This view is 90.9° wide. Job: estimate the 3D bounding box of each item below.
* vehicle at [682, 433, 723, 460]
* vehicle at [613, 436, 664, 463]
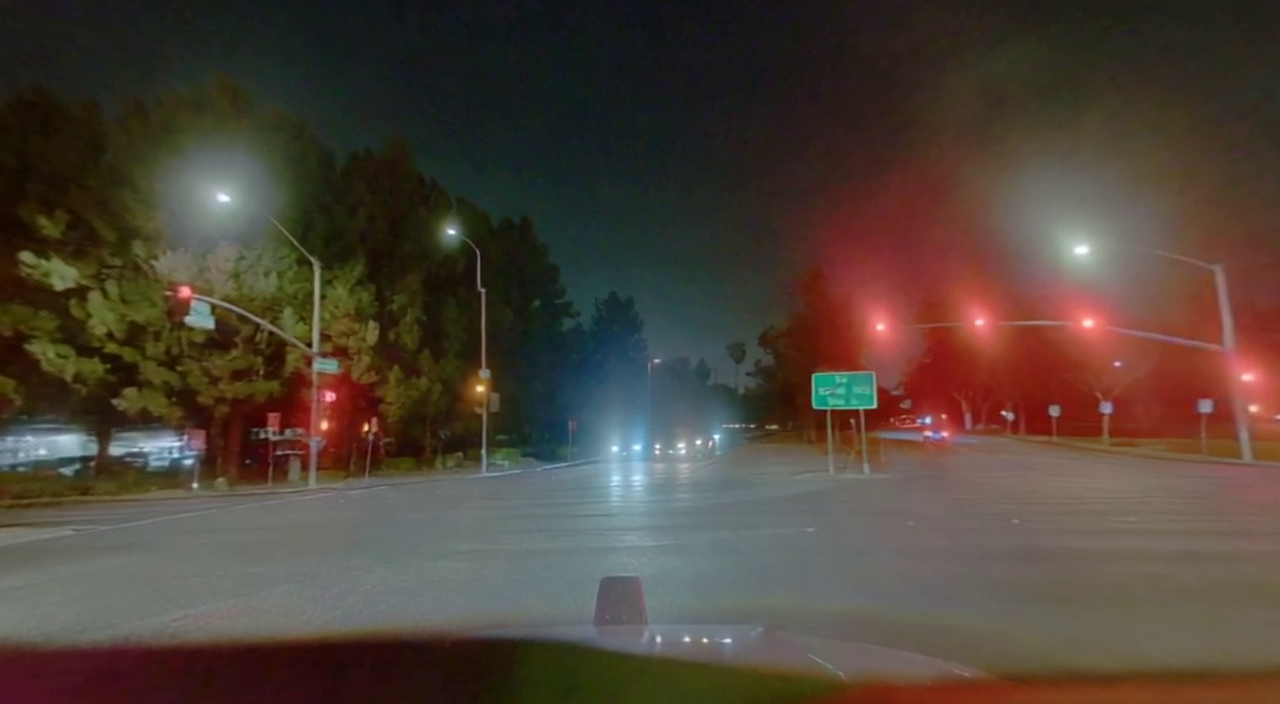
[{"bbox_3d":[3.849,5.709,38.275,1.920,1.546,4.086,-2,-8,14],"label":"vehicle"},{"bbox_3d":[-0.019,5.869,38.197,2.111,1.499,4.371,-2,-8,13],"label":"vehicle"}]
